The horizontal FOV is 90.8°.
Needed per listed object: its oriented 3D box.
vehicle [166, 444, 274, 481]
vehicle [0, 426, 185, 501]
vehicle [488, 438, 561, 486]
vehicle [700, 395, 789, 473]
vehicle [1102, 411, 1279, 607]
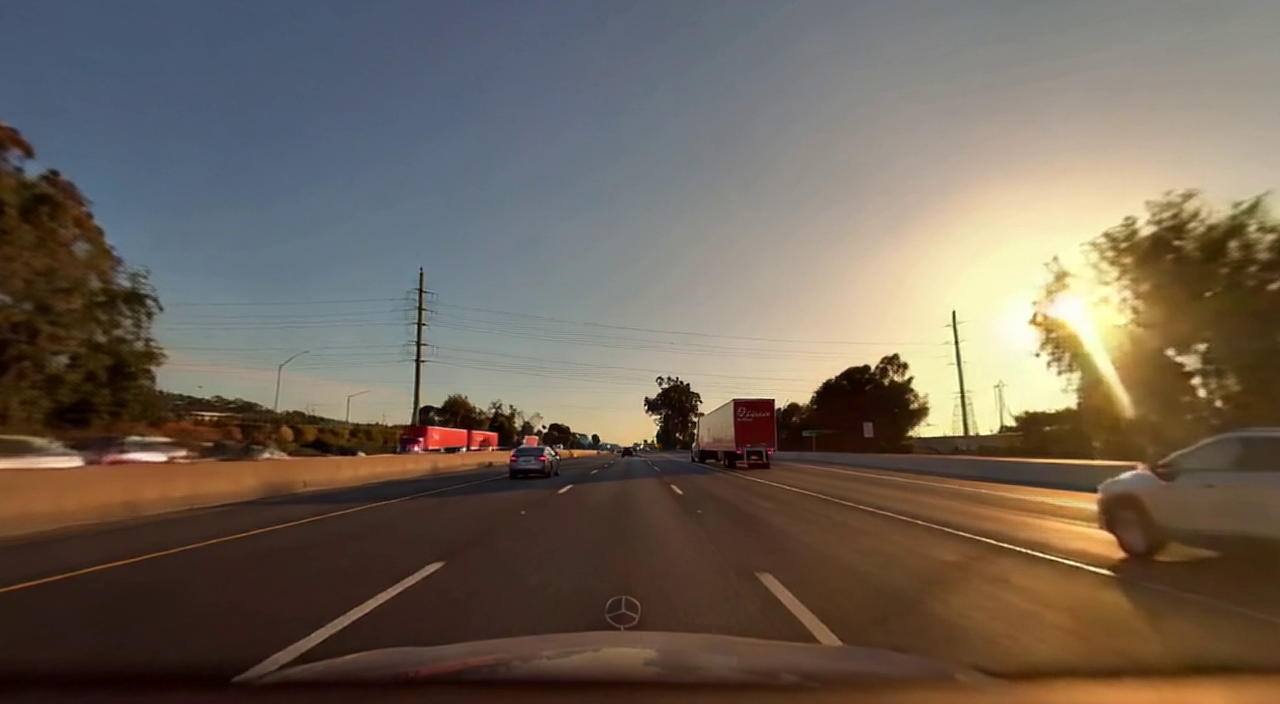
[{"bbox_3d":[-20.969,5.518,31.845,2.210,1.695,4.700,0,-8,-1],"label":"vehicle"},{"bbox_3d":[-13.183,2.618,15.151,1.734,1.554,3.743,0,-9,-1],"label":"vehicle"},{"bbox_3d":[-4.296,4.171,24.214,2.027,1.651,4.099,0,-9,0],"label":"vehicle"},{"bbox_3d":[6.409,5.646,42.331,2.919,4.195,15.833,0,-9,-1],"label":"vehicle"},{"bbox_3d":[6.413,1.287,5.082,1.991,1.647,4.409,0,-9,-1],"label":"vehicle"}]
